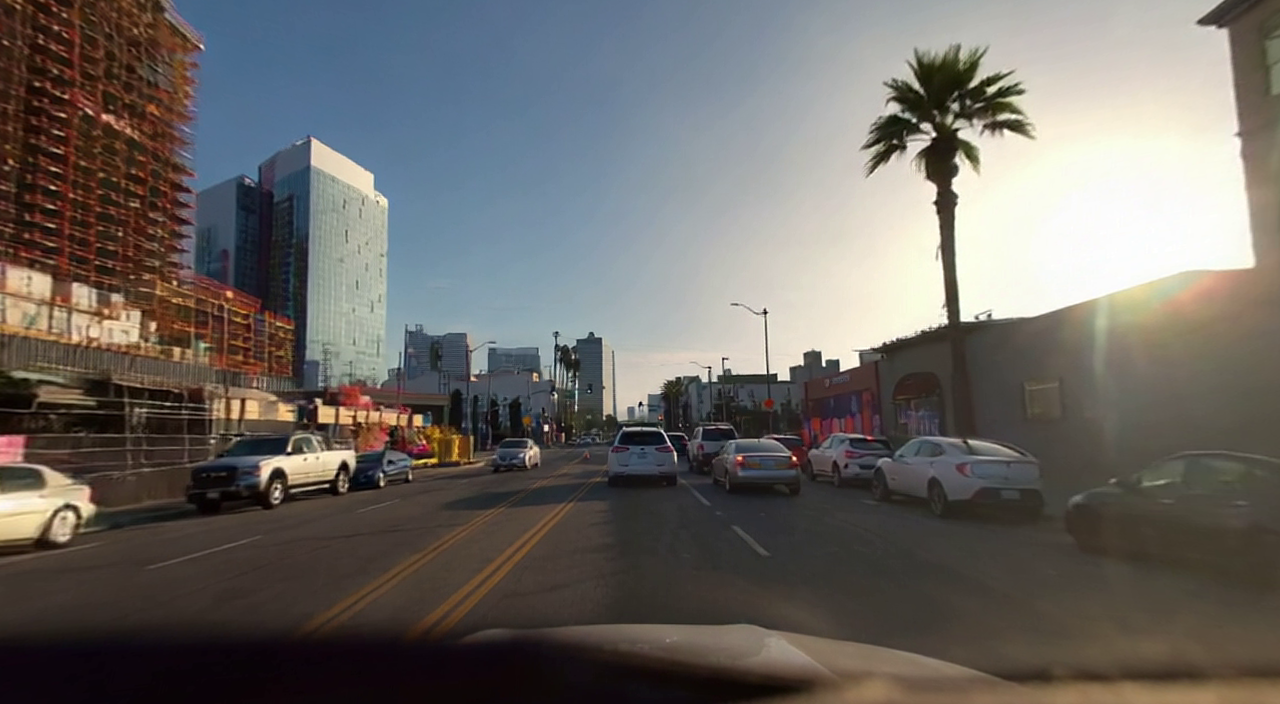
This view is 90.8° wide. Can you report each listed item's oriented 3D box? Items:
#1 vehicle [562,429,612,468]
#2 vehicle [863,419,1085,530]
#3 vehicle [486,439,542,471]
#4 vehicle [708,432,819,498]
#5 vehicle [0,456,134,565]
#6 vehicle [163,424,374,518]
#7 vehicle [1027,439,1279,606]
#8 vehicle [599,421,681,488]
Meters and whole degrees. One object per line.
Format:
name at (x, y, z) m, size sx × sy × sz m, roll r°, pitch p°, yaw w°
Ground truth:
vehicle at (-2.669, 4.982, 32.737) m, size 2.180 × 1.879 × 4.452 m, roll 0°, pitch -8°, yaw 0°
vehicle at (6.325, 2.351, 12.732) m, size 1.886 × 1.792 × 4.525 m, roll 0°, pitch -8°, yaw -1°
vehicle at (-6.390, 5.262, 32.538) m, size 2.020 × 1.486 × 4.363 m, roll 0°, pitch -8°, yaw 0°
vehicle at (3.054, 2.881, 16.530) m, size 1.999 × 1.487 × 3.939 m, roll 0°, pitch -8°, yaw -1°
vehicle at (-9.892, 2.247, 8.792) m, size 1.804 × 1.478 × 4.734 m, roll 0°, pitch -8°, yaw -1°
vehicle at (-10.027, 3.324, 17.885) m, size 2.294 × 1.948 × 6.025 m, roll -6°, pitch -10°, yaw 0°
vehicle at (6.445, 1.662, 6.737) m, size 1.819 × 1.435 × 4.337 m, roll 0°, pitch -8°, yaw -1°
vehicle at (-0.011, 3.142, 19.605) m, size 2.264 × 1.798 × 4.258 m, roll 0°, pitch -8°, yaw 0°
